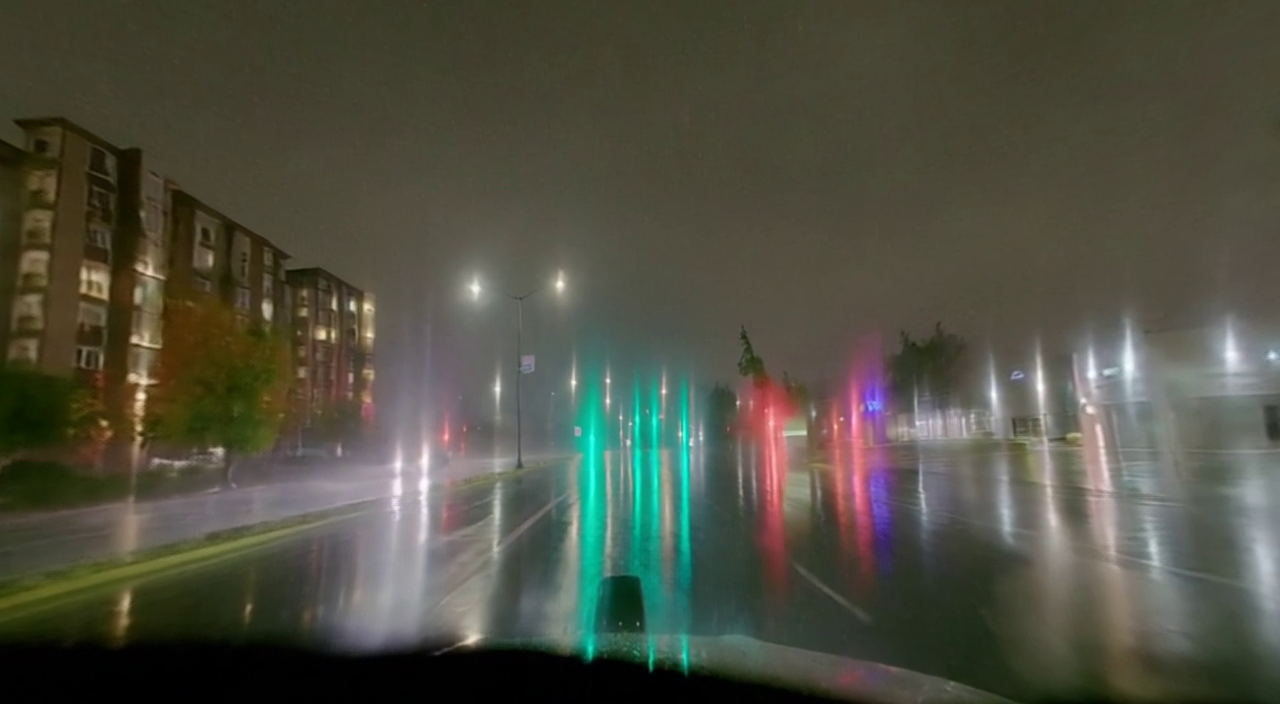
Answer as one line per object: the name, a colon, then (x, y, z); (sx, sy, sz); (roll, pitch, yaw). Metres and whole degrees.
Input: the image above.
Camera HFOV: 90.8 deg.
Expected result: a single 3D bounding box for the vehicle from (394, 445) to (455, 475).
vehicle: (-12.959, 6.501, 38.258); (2.090, 1.691, 4.497); (0, -9, 0)
